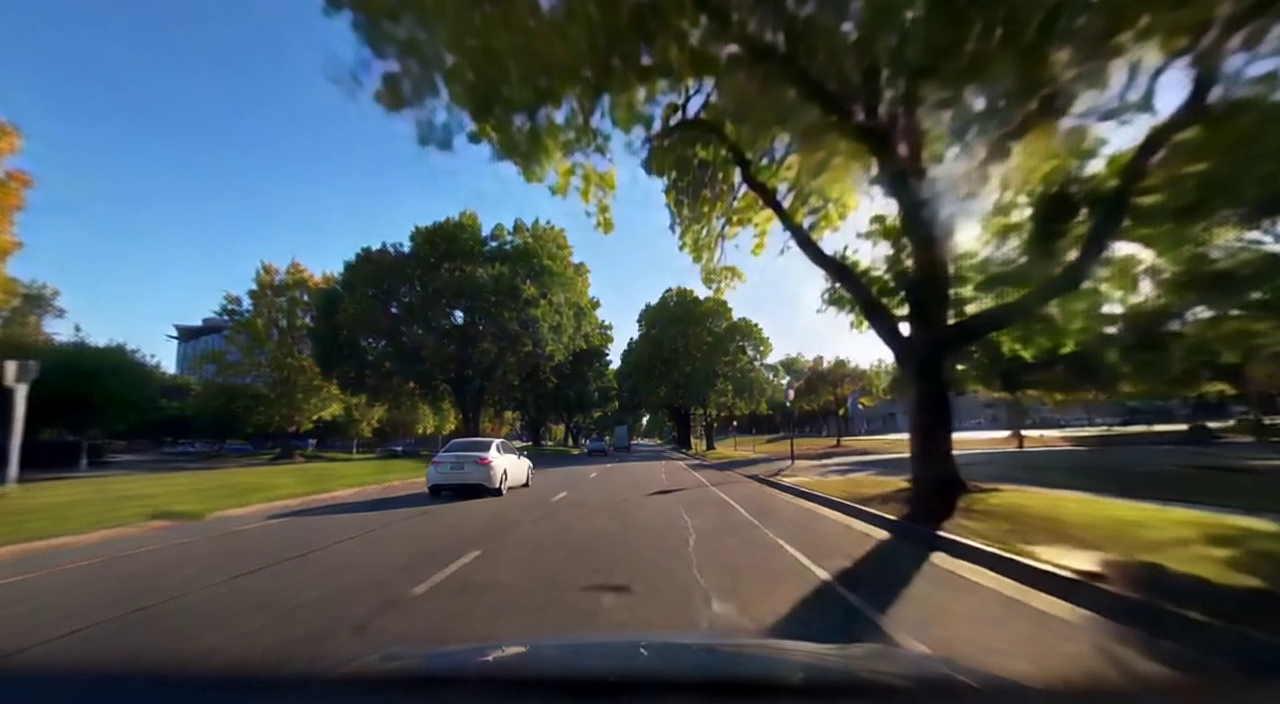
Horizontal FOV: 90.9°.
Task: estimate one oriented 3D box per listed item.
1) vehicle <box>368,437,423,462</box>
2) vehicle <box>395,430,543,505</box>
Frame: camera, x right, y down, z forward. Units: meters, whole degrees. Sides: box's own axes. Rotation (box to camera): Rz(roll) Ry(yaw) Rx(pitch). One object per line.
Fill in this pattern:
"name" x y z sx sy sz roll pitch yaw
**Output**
"vehicle" -17.595 7.041 45.637 2.016 1.742 4.660 0 -8 1
"vehicle" -3.688 2.588 14.574 2.033 1.454 4.512 0 -8 2
